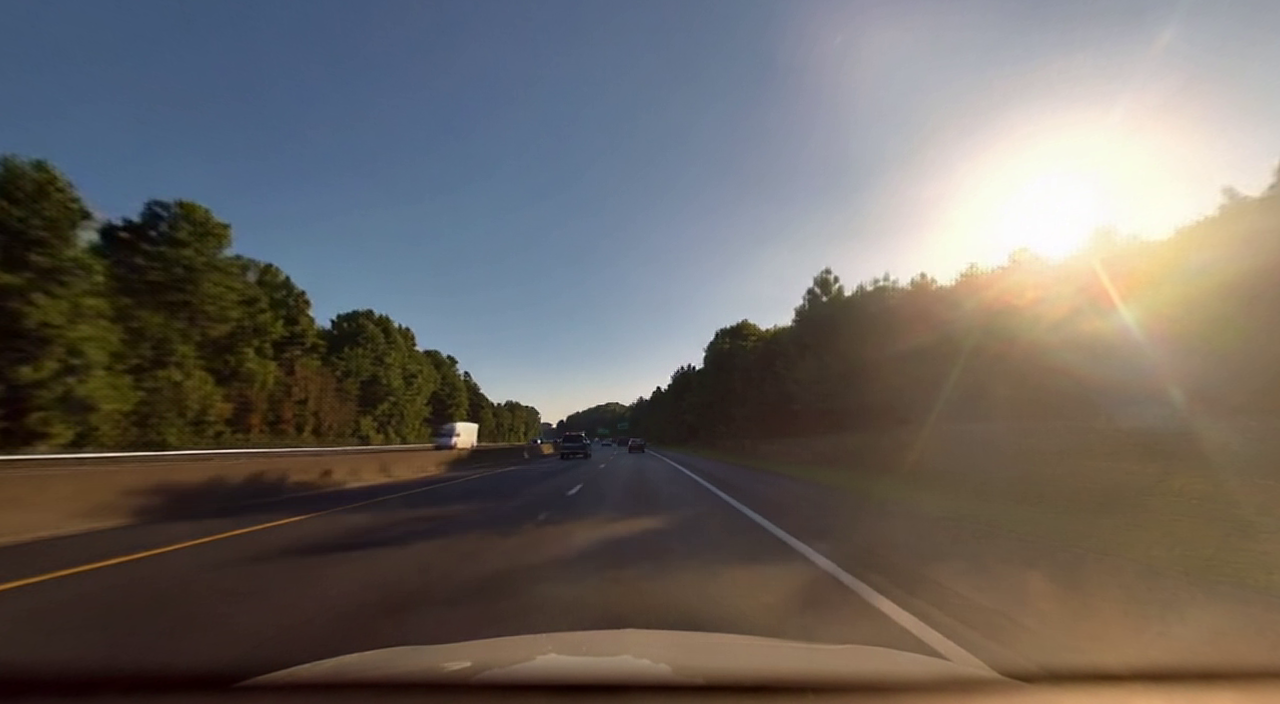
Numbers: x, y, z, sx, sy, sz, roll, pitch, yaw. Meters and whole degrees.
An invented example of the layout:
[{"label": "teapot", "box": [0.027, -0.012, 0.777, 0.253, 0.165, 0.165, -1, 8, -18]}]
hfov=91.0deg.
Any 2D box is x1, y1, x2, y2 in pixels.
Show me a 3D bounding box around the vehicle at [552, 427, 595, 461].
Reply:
[{"label": "vehicle", "box": [-4.185, 5.912, 40.514, 2.241, 2.034, 4.890, 0, -8, 0]}]
